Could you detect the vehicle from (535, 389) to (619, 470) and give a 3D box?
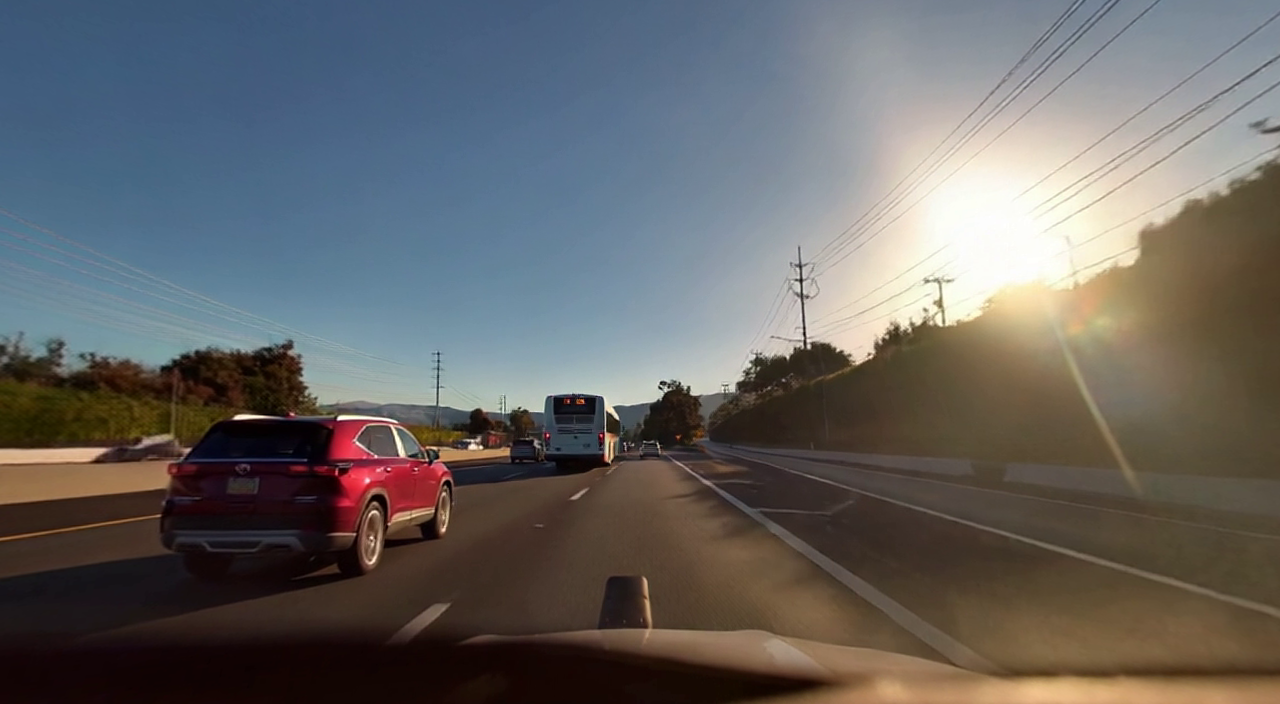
[{"bbox_3d":[-3.153,4.537,35.532,3.382,3.712,11.766,1,-9,1],"label":"vehicle"}]

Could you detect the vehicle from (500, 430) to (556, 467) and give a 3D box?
[{"bbox_3d":[-6.881,6.034,39.400,2.282,2.116,6.030,0,-8,1],"label":"vehicle"}]

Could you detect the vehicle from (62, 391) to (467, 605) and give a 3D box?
[{"bbox_3d":[-3.664,1.507,7.331,2.021,1.730,4.223,0,-8,1],"label":"vehicle"}]

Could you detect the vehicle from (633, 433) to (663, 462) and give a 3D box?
[{"bbox_3d":[0.575,6.974,46.131,2.083,2.001,4.782,0,-8,0],"label":"vehicle"}]
